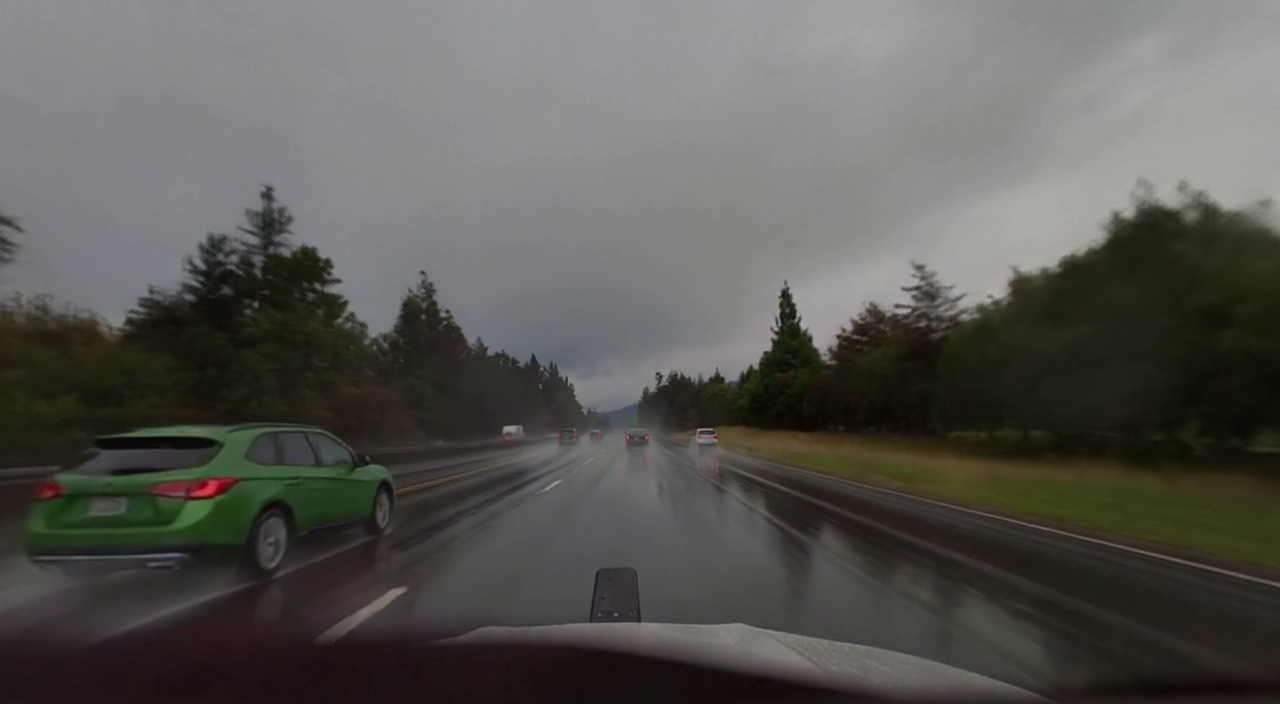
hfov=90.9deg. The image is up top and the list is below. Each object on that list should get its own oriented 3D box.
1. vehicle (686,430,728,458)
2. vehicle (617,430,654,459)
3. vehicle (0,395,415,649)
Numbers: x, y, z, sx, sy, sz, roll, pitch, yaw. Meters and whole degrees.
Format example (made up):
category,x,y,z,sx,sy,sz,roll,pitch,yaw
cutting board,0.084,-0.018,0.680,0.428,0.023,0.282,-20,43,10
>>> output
category,x,y,z,sx,sy,sz,roll,pitch,yaw
vehicle,3.760,5.225,35.984,1.841,1.491,3.869,0,-8,-2
vehicle,-0.250,4.863,33.255,1.869,1.466,3.356,0,-8,-1
vehicle,-4.109,1.335,6.231,2.023,1.512,4.804,0,-8,0
